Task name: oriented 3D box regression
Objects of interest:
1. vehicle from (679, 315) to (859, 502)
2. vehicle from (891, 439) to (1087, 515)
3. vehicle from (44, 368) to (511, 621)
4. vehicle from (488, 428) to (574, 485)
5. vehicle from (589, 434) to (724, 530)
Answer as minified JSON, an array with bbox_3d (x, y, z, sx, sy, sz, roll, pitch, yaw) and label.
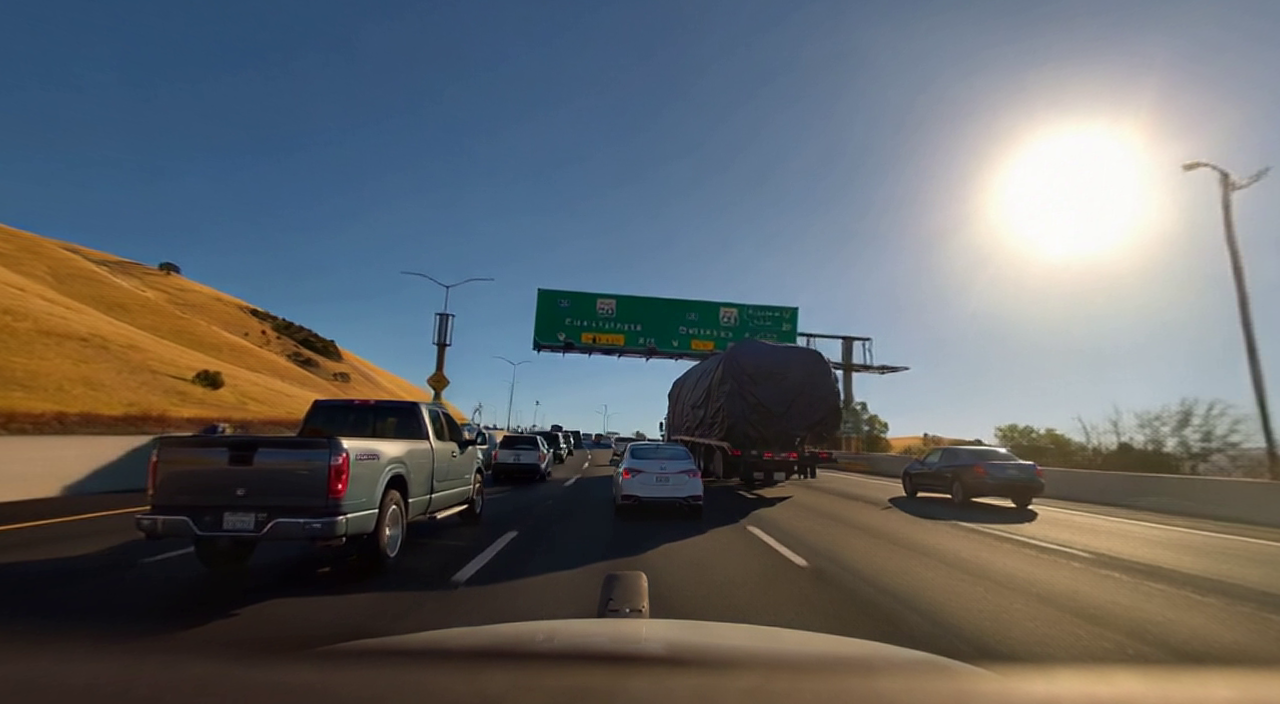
[{"bbox_3d":[3.135,1.977,19.236,2.759,4.098,10.906,0,-8,-2],"label":"vehicle"},{"bbox_3d":[7.763,2.782,14.633,2.092,1.495,4.194,0,-8,-1],"label":"vehicle"},{"bbox_3d":[-3.281,1.448,7.505,2.318,1.902,5.374,0,-8,1],"label":"vehicle"},{"bbox_3d":[-3.744,3.716,22.761,2.348,1.821,5.061,0,-8,-2],"label":"vehicle"},{"bbox_3d":[0.197,2.314,11.863,2.105,1.471,3.978,0,-8,-2],"label":"vehicle"}]
